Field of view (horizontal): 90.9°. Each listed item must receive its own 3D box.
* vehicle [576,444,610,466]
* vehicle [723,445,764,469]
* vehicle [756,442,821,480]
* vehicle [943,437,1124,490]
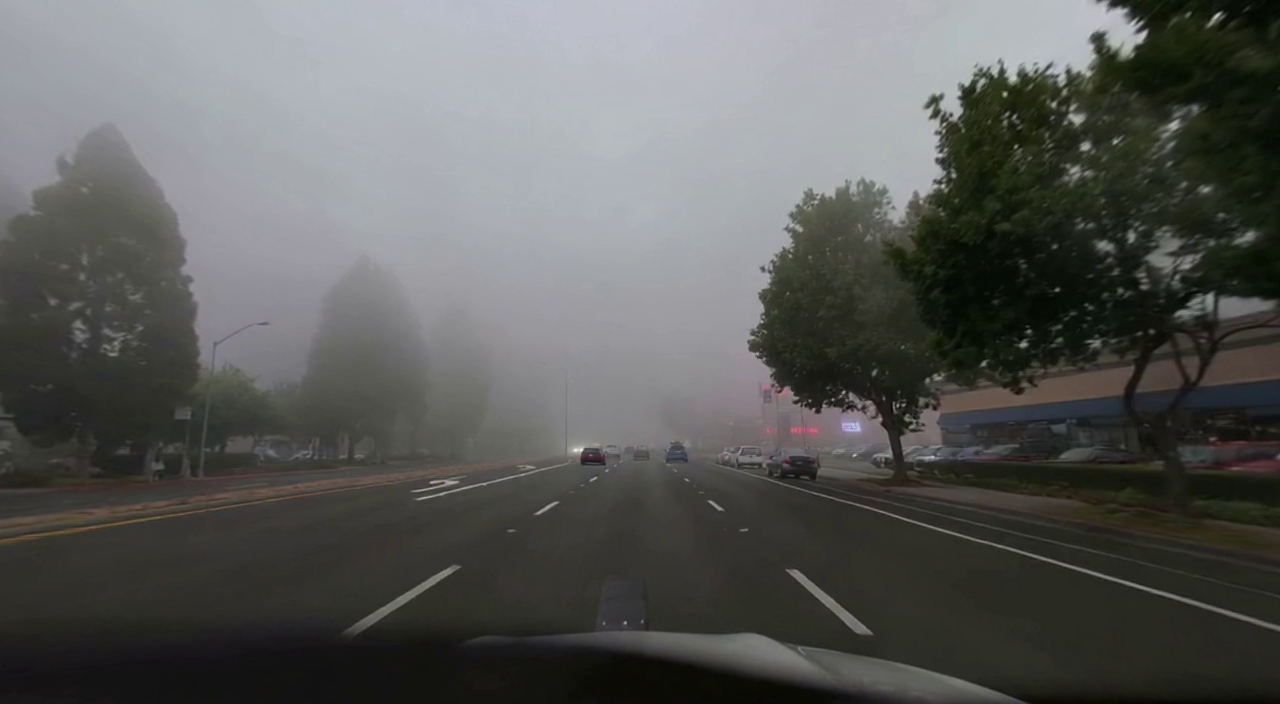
[{"bbox_3d":[-3.255,7.217,44.264,2.005,1.446,4.265,0,-8,0],"label":"vehicle"},{"bbox_3d":[6.945,7.115,42.919,1.869,1.516,4.767,0,-8,-1],"label":"vehicle"},{"bbox_3d":[6.759,4.988,29.131,1.934,1.641,4.117,0,-8,-1],"label":"vehicle"},{"bbox_3d":[12.833,3.634,20.812,4.597,1.643,1.932,0,-8,2],"label":"vehicle"}]
